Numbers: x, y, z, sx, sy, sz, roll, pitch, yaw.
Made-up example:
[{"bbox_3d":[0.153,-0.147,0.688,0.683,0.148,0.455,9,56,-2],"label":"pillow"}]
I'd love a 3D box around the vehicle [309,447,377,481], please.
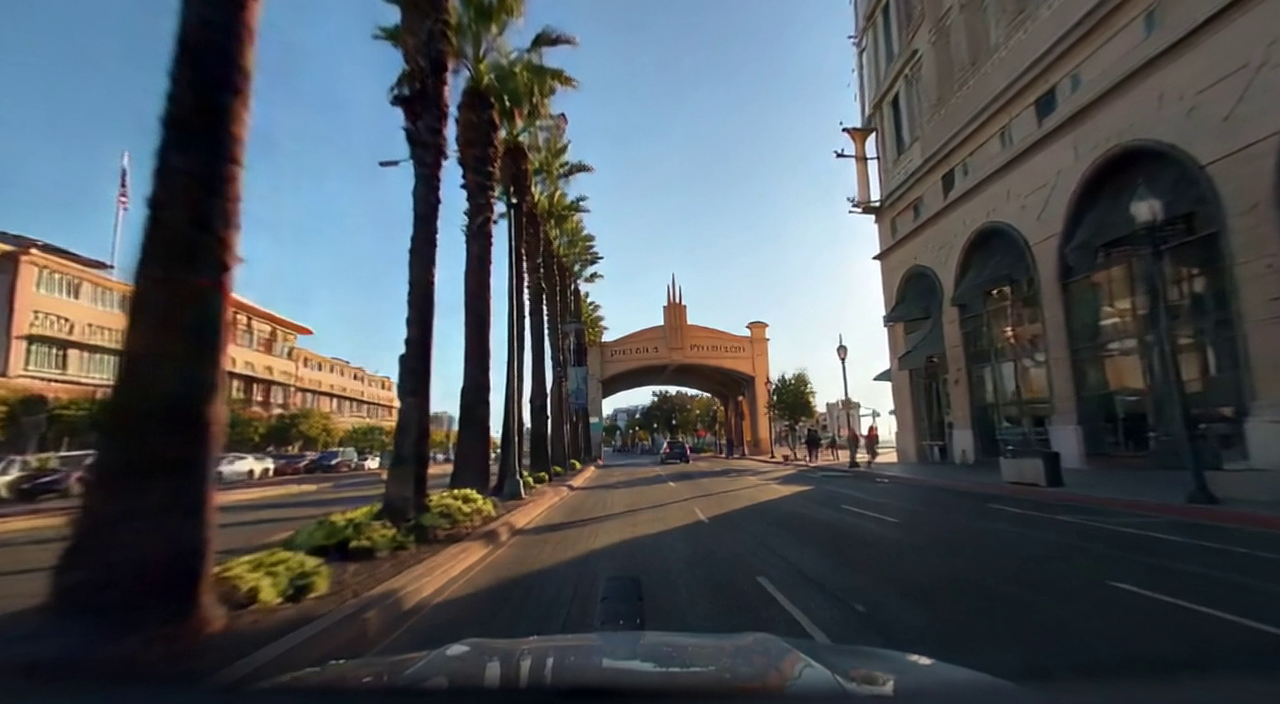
[{"bbox_3d":[-18.500,6.973,39.639,2.136,1.890,4.670,-3,-8,-1],"label":"vehicle"}]

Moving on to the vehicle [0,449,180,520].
[{"bbox_3d":[-17.771,4.198,20.626,1.947,1.871,4.855,-3,-8,-2],"label":"vehicle"}]

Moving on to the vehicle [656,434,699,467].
[{"bbox_3d":[2.404,6.591,42.541,2.284,2.010,6.670,0,-8,-1],"label":"vehicle"}]

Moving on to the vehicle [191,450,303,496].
[{"bbox_3d":[-18.168,5.579,29.584,2.049,1.878,5.125,-1,-9,-2],"label":"vehicle"}]
